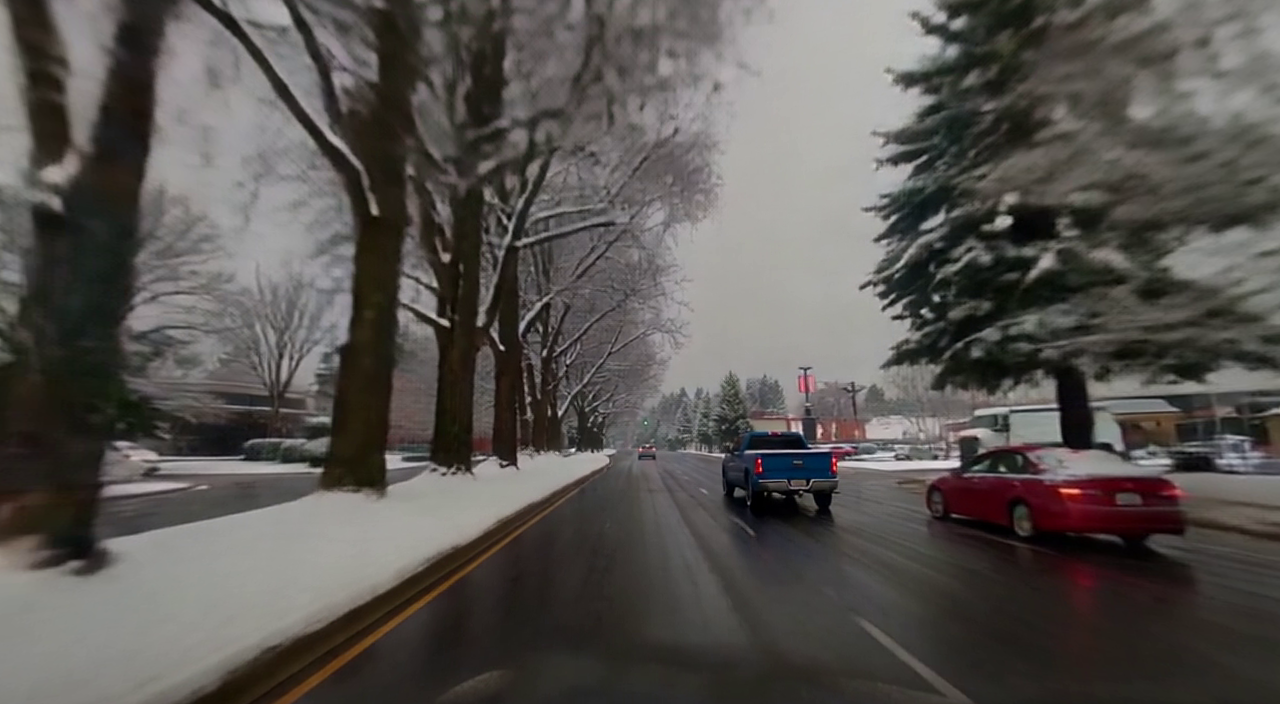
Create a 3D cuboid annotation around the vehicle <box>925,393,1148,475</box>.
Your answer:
[{"bbox_3d":[18.903,3.991,30.650,8.393,3.716,3.472,0,-8,-2],"label":"vehicle"}]

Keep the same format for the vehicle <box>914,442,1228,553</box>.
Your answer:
[{"bbox_3d":[6.847,2.313,10.927,2.012,1.460,4.812,0,-8,0],"label":"vehicle"}]

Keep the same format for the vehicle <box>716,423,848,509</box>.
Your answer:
[{"bbox_3d":[3.373,2.840,16.254,2.138,1.836,5.245,0,-8,0],"label":"vehicle"}]

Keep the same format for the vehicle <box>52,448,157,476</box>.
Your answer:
[{"bbox_3d":[-28.838,5.900,34.084,4.189,1.429,1.668,-1,-8,4],"label":"vehicle"}]
